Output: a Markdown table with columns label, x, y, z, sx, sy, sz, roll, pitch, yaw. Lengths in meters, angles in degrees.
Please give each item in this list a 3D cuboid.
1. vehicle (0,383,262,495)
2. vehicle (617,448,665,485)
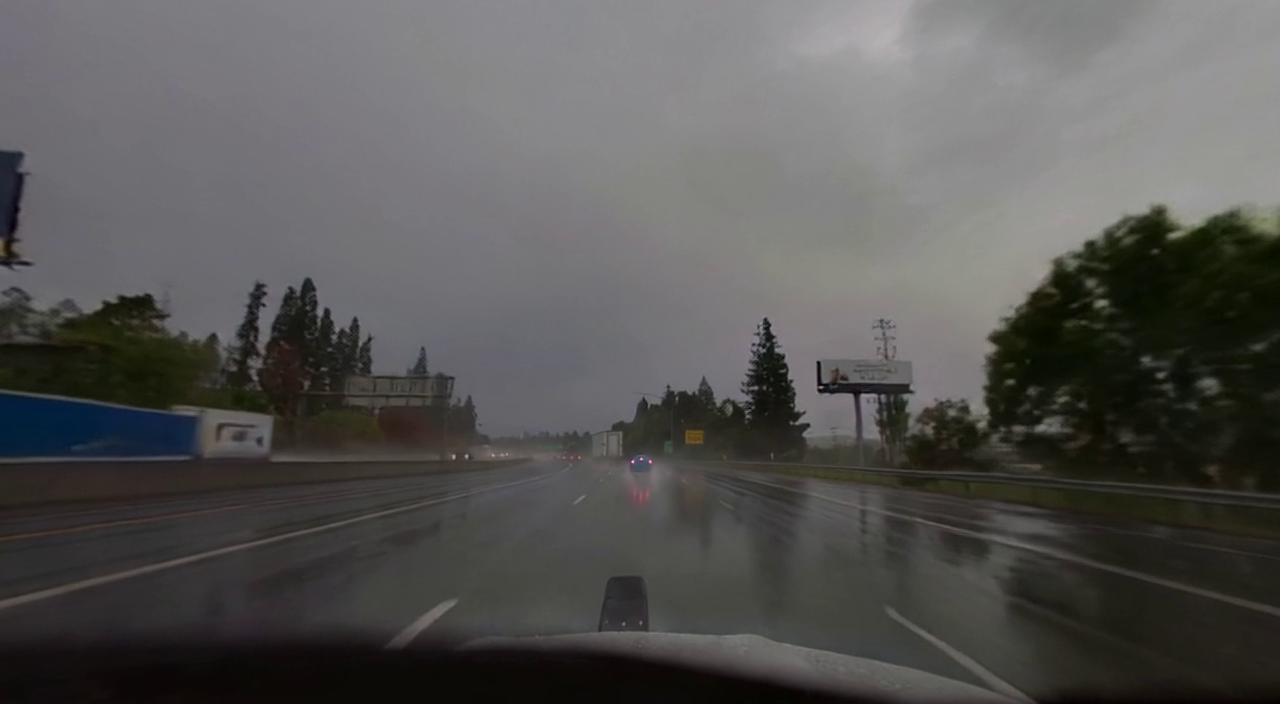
| label | x | y | z | sx | sy | sz | roll | pitch | yaw |
| --- | --- | --- | --- | --- | --- | --- | --- | --- | --- |
| vehicle | -25.220 | 4.415 | 31.428 | 2.862 | 4.146 | 16.304 | 1 | -9 | -1 |
| vehicle | 0.000 | 5.237 | 29.191 | 2.042 | 1.528 | 4.300 | 1 | -8 | -1 |
